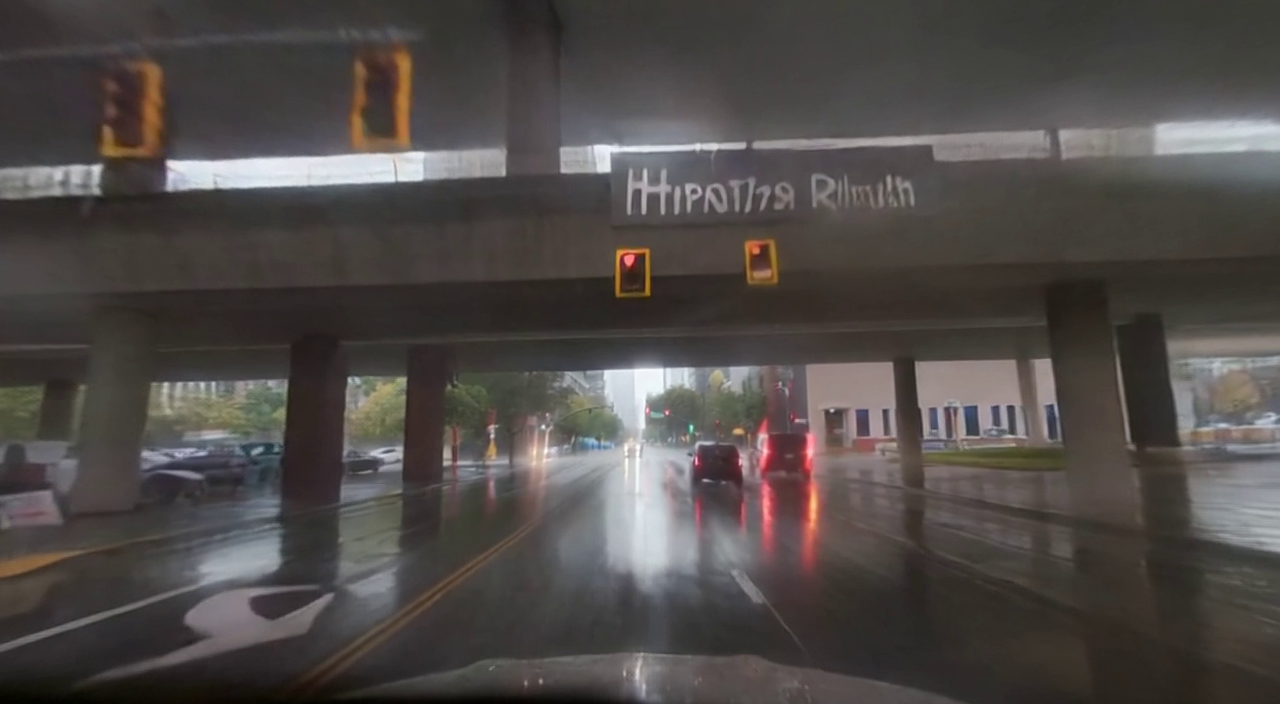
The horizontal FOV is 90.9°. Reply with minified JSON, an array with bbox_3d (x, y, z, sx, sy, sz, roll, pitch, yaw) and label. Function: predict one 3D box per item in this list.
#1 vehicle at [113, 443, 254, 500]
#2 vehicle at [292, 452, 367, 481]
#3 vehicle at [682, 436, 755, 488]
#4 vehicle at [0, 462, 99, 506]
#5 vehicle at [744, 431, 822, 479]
[{"bbox_3d":[-18.006,4.689,25.244,2.167,2.024,4.589,0,-8,0],"label":"vehicle"},{"bbox_3d":[-17.800,6.541,36.400,1.985,1.505,4.275,-1,-8,2],"label":"vehicle"},{"bbox_3d":[2.554,3.677,21.346,1.947,1.576,3.825,0,-8,0],"label":"vehicle"},{"bbox_3d":[-24.589,5.168,24.821,2.128,1.493,4.955,-1,-8,2],"label":"vehicle"},{"bbox_3d":[6.859,5.024,31.094,2.433,2.116,5.789,0,-8,-1],"label":"vehicle"}]
